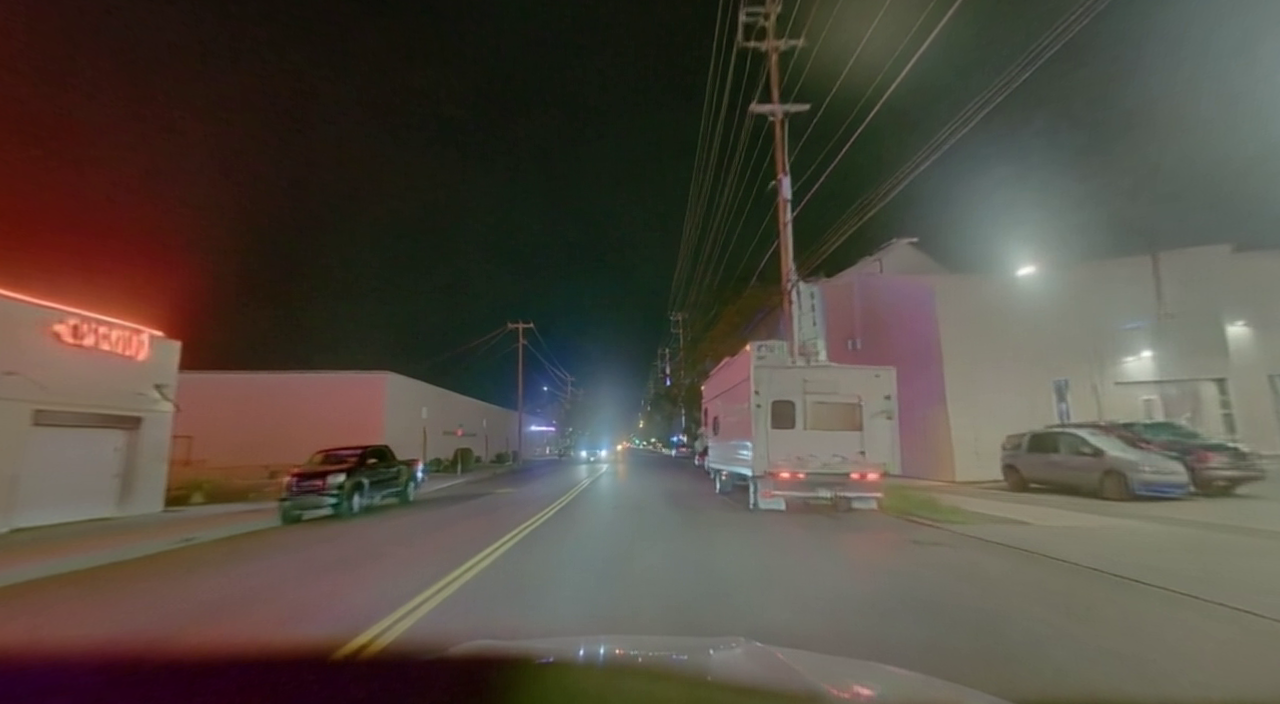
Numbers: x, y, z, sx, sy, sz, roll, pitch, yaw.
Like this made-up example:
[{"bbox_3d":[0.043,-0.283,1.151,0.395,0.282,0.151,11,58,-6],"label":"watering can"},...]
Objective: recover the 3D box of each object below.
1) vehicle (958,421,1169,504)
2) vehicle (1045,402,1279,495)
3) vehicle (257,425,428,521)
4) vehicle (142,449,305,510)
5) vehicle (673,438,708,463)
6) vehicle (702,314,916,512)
[{"bbox_3d":[9.674,2.556,14.993,2.039,1.662,4.304,-1,-8,1],"label":"vehicle"},{"bbox_3d":[12.277,2.284,15.084,2.022,1.849,4.509,0,-8,-2],"label":"vehicle"},{"bbox_3d":[-7.893,3.244,17.522,2.177,2.075,5.427,-4,-9,-1],"label":"vehicle"},{"bbox_3d":[-12.306,3.740,19.067,1.763,1.497,4.275,-5,-9,6],"label":"vehicle"},{"bbox_3d":[3.840,7.602,48.854,2.112,1.848,4.913,0,-8,-2],"label":"vehicle"},{"bbox_3d":[3.839,1.922,16.927,3.029,3.860,7.726,-5,-10,-2],"label":"vehicle"}]
